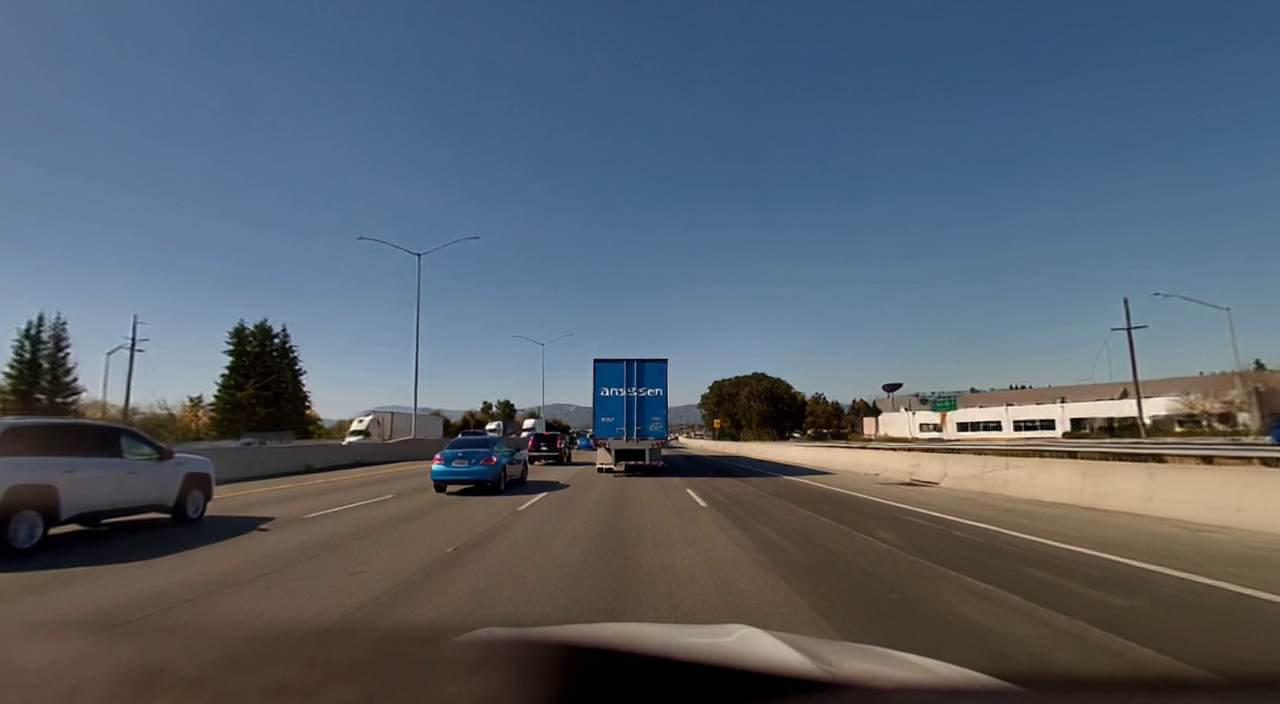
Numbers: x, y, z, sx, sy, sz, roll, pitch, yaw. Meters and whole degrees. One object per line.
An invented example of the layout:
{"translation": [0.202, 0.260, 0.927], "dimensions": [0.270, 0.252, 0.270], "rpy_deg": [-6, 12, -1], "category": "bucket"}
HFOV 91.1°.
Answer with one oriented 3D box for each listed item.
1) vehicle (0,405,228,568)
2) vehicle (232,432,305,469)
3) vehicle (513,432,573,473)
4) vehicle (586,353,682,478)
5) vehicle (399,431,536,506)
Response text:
{"translation": [-7.759, 1.611, 8.039], "dimensions": [1.998, 1.698, 4.461], "rpy_deg": [0, -8, -1], "category": "vehicle"}
{"translation": [-26.494, 7.001, 45.076], "dimensions": [2.113, 2.464, 4.940], "rpy_deg": [0, -8, 1], "category": "vehicle"}
{"translation": [-4.082, 4.276, 27.106], "dimensions": [1.946, 1.599, 4.073], "rpy_deg": [0, -8, 0], "category": "vehicle"}
{"translation": [-0.358, 2.855, 26.619], "dimensions": [3.171, 4.204, 11.036], "rpy_deg": [0, -8, -2], "category": "vehicle"}
{"translation": [-3.873, 2.679, 15.018], "dimensions": [1.964, 1.507, 4.361], "rpy_deg": [0, -8, 1], "category": "vehicle"}
